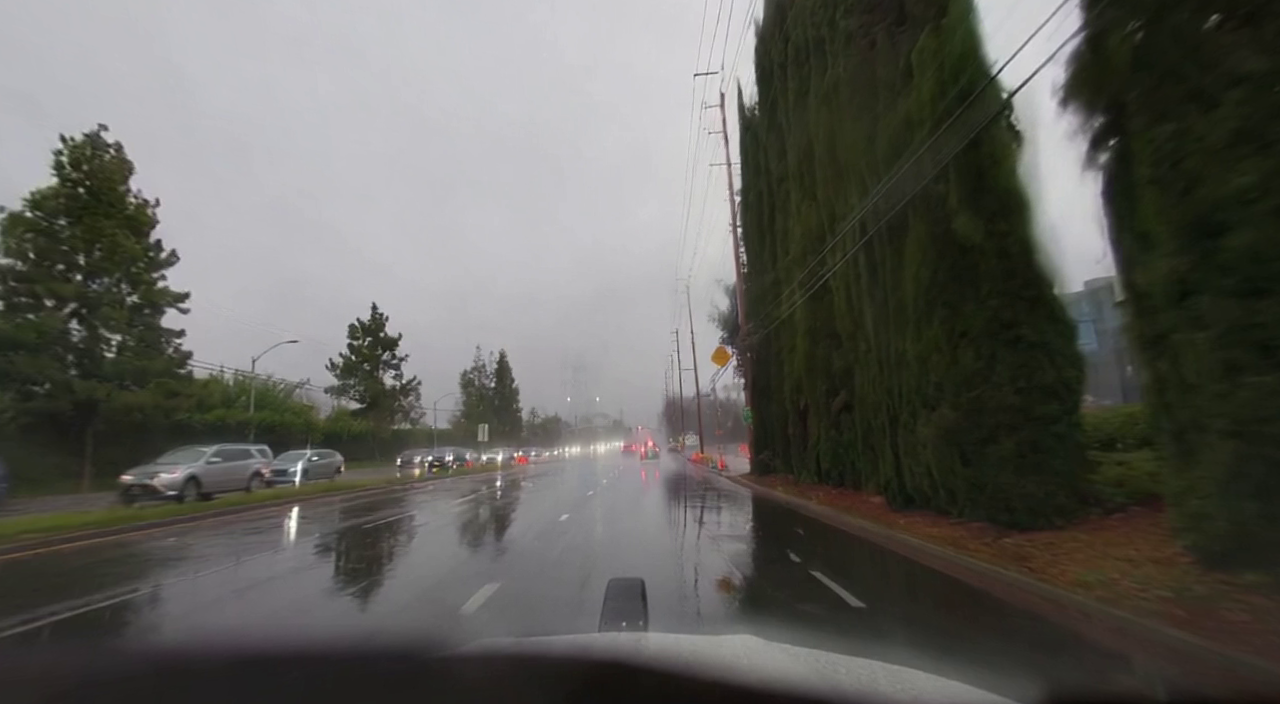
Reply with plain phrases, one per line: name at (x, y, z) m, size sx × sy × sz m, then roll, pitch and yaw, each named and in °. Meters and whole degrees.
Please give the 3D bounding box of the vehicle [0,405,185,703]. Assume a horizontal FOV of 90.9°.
vehicle at (-3.147, 0.674, 0.389) m, size 2.087 × 1.480 × 4.825 m, roll 0°, pitch -9°, yaw 1°

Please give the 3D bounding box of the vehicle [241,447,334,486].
vehicle at (-17.364, 5.623, 31.357) m, size 1.904 × 1.764 × 4.515 m, roll 0°, pitch -8°, yaw 1°

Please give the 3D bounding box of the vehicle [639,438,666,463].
vehicle at (0.951, 7.643, 48.985) m, size 2.060 × 1.845 × 4.151 m, roll 0°, pitch -8°, yaw 0°
